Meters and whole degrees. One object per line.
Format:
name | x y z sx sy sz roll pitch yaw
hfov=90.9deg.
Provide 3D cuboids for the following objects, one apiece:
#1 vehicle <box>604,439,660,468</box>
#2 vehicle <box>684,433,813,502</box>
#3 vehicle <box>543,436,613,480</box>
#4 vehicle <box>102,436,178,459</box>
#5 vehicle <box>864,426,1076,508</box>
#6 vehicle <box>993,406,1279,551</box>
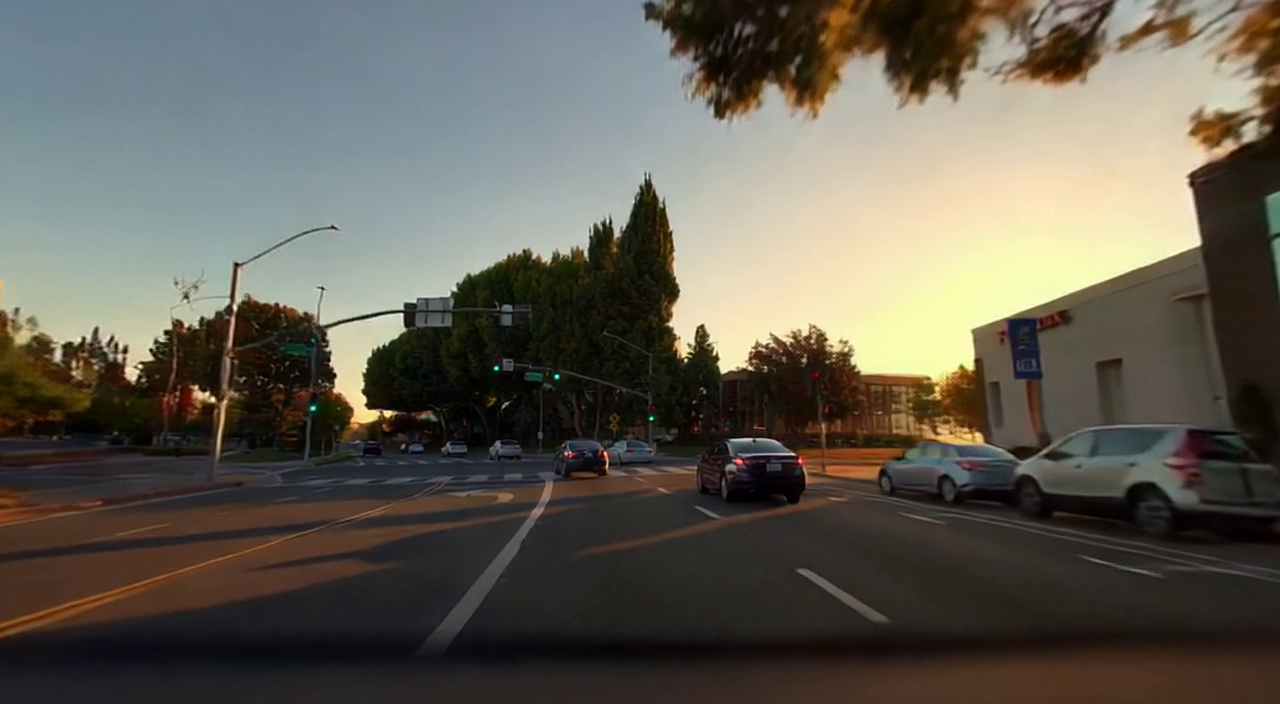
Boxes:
vehicle | -0.530 5.417 33.880 1.957 1.463 4.701 2 -9 -14
vehicle | 2.522 2.827 15.968 1.984 1.476 4.488 1 -8 -7
vehicle | -2.542 4.097 24.685 2.308 1.535 4.811 2 -8 -11
vehicle | -35.633 6.789 45.011 3.796 1.595 1.808 3 -9 -23
vehicle | 7.028 2.490 14.126 1.933 1.522 4.443 1 -8 -7
vehicle | 7.442 1.744 9.334 1.825 1.646 4.070 1 -8 -4
